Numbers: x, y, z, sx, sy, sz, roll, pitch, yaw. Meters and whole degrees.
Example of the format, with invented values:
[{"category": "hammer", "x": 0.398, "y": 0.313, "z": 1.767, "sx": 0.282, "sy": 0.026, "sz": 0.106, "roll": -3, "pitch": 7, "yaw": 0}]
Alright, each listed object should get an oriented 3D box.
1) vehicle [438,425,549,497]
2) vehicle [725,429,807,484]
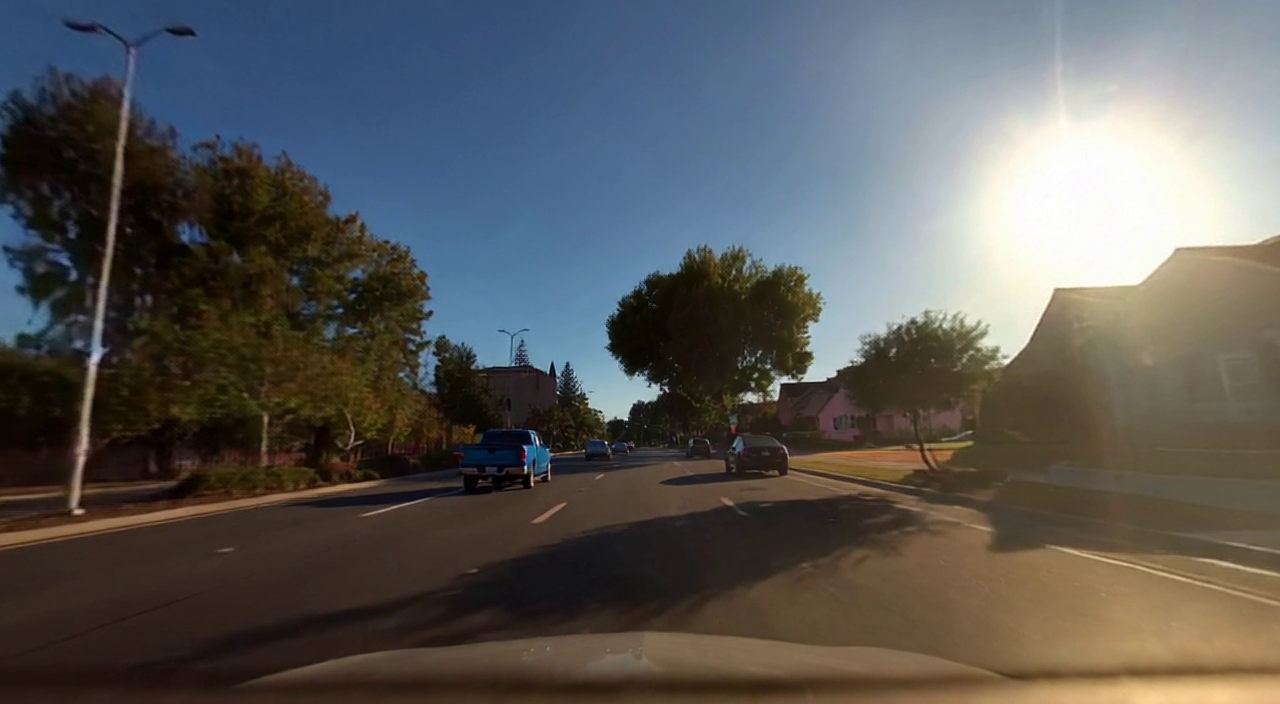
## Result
[{"category": "vehicle", "x": -3.942, "y": 3.029, "z": 17.904, "sx": 2.002, "sy": 1.747, "sz": 4.728, "roll": 0, "pitch": -8, "yaw": 0}, {"category": "vehicle", "x": 4.343, "y": 3.695, "z": 22.488, "sx": 2.016, "sy": 1.736, "sz": 4.356, "roll": 0, "pitch": -8, "yaw": 0}]
